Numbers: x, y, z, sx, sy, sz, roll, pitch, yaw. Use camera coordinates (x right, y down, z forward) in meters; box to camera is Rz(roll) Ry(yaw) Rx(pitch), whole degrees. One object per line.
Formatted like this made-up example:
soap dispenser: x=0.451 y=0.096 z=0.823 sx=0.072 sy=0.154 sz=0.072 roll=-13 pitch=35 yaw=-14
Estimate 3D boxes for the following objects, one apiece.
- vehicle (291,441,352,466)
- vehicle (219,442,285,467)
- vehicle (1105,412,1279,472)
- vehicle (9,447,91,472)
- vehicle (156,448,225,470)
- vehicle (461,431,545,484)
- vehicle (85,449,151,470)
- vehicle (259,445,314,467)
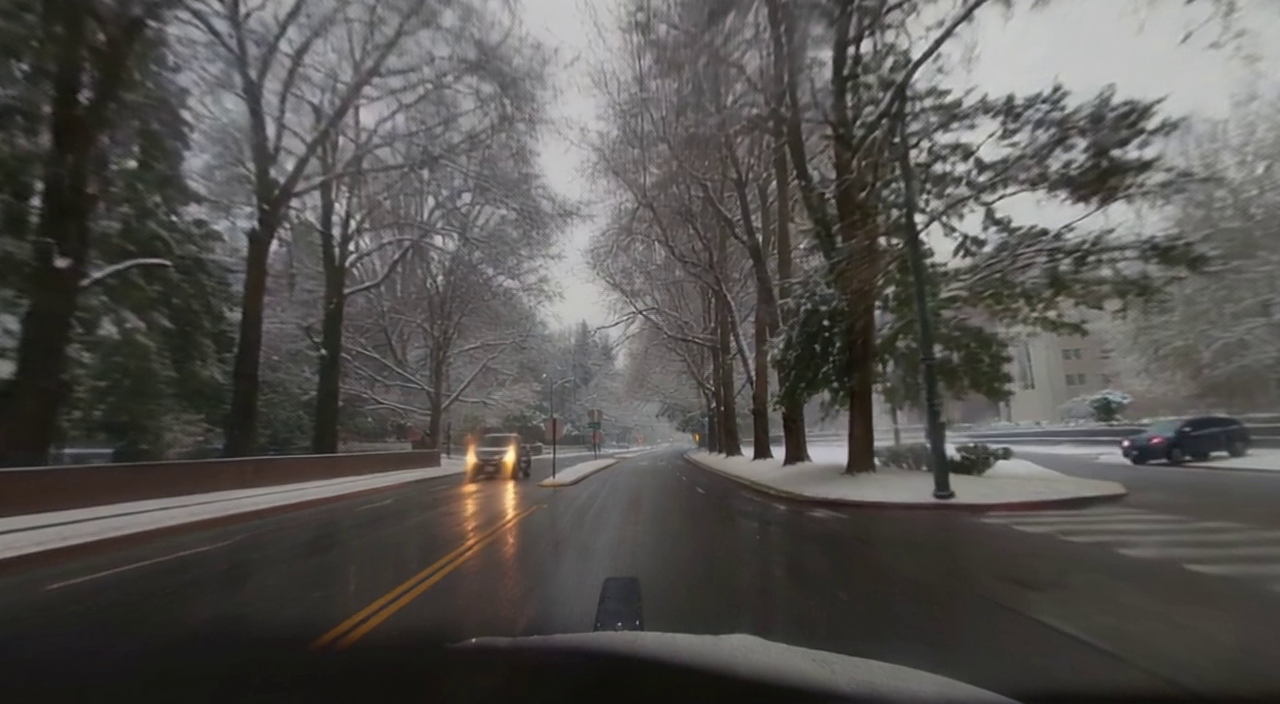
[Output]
vehicle: x=-23.327 y=7.479 z=46.454 sx=1.850 sy=1.662 sz=4.580 roll=1 pitch=-10 yaw=3
vehicle: x=-28.463 y=7.518 z=46.537 sx=1.977 sy=1.701 sz=4.396 roll=-1 pitch=-8 yaw=2
vehicle: x=20.441 y=3.343 z=23.421 sx=4.593 sy=1.776 sz=2.094 roll=-4 pitch=-9 yaw=-1
vehicle: x=-44.239 y=8.095 z=47.490 sx=1.823 sy=1.673 sz=4.232 roll=-4 pitch=-10 yaw=5
vehicle: x=-33.563 y=7.962 z=47.320 sx=1.785 sy=1.493 sz=4.343 roll=-1 pitch=-8 yaw=4
vehicle: x=-5.442 y=4.278 z=25.965 sx=2.252 sy=1.936 sz=5.538 roll=-1 pitch=-8 yaw=0
vehicle: x=-39.000 y=8.058 z=47.334 sx=1.666 sy=1.471 sz=3.630 roll=2 pitch=-10 yaw=2
vehicle: x=-26.006 y=7.629 z=46.612 sx=1.641 sy=1.505 sz=4.016 roll=-1 pitch=-9 yaw=2
